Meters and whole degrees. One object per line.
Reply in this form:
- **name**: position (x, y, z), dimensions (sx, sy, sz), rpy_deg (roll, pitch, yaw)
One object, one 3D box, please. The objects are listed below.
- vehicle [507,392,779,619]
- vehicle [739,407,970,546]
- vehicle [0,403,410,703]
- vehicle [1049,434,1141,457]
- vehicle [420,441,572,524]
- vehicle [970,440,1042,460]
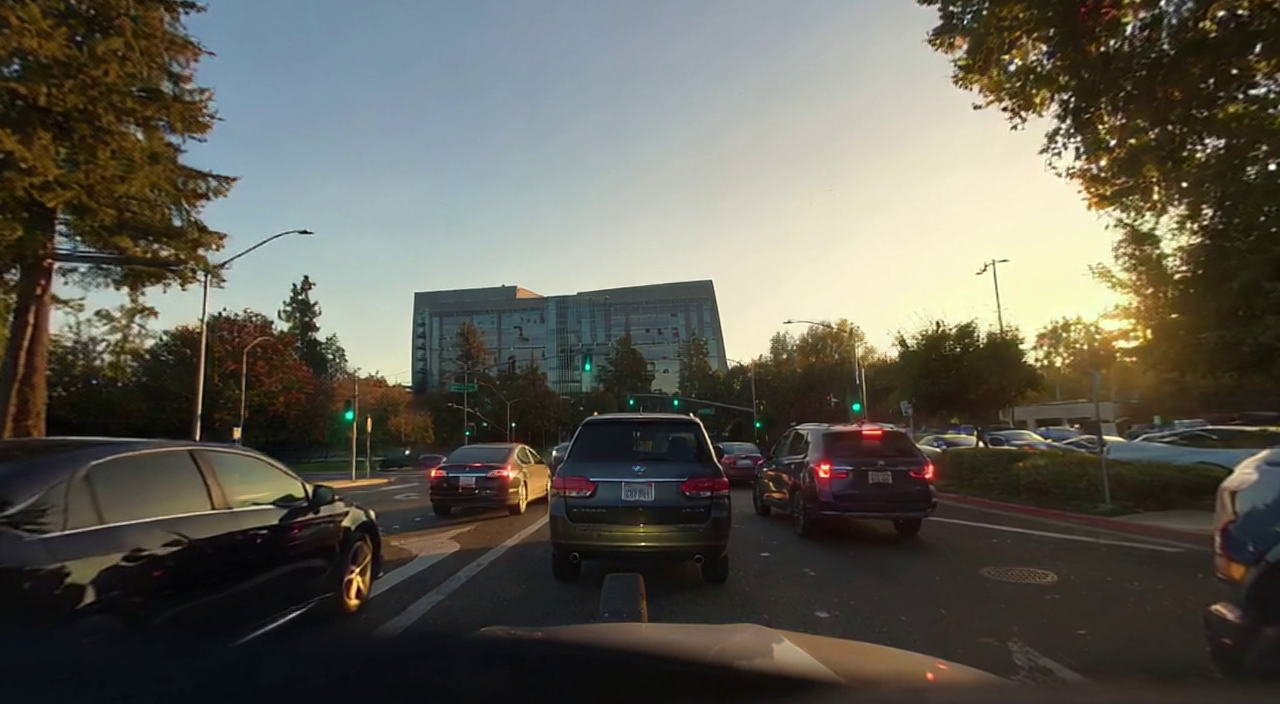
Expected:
- **vehicle**: position (0.034, 1.490, 6.958), dimensions (2.113, 1.768, 3.901), rpy_deg (0, -9, 0)
- **vehicle**: position (3.399, 2.125, 11.499), dimensions (2.408, 1.908, 5.355), rpy_deg (0, -9, 1)
- **vehicle**: position (-3.095, 1.129, 3.519), dimensions (1.909, 1.476, 4.751), rpy_deg (0, -9, -1)
- **vehicle**: position (32.788, 6.776, 45.562), dimensions (4.869, 1.622, 2.230), rpy_deg (0, -9, 1)
- **vehicle**: position (-2.809, 2.661, 13.529), dimensions (2.072, 1.450, 4.612), rpy_deg (0, -9, 1)
- **vehicle**: position (26.496, 7.095, 45.752), dimensions (4.180, 1.376, 1.583), rpy_deg (0, -9, 2)
